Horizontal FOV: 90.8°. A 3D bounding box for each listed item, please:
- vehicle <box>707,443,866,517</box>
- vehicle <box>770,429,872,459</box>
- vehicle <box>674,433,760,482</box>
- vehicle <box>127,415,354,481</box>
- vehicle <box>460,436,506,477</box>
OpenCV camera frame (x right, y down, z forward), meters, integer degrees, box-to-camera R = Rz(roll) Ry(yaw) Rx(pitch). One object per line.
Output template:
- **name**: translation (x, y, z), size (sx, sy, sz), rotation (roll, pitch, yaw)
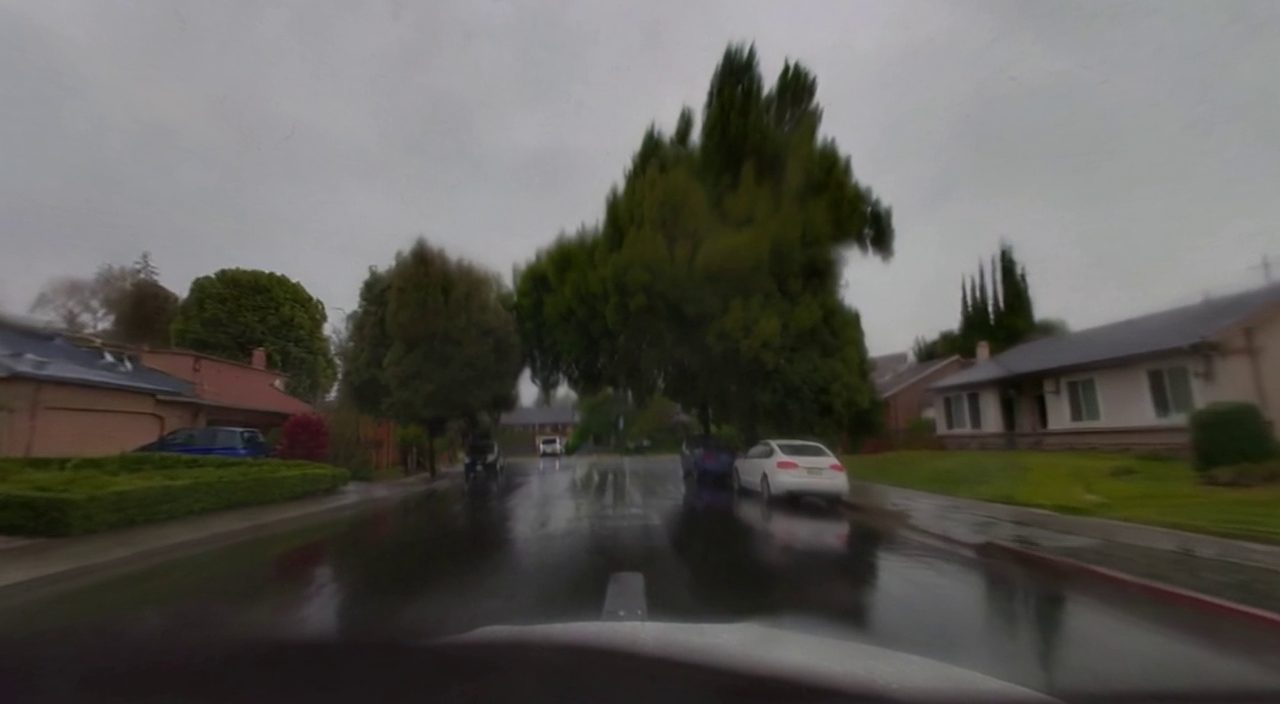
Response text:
- **vehicle**: translation (3.239, 2.932, 15.195), size (1.984, 1.437, 4.726), rotation (1, -8, -10)
- **vehicle**: translation (9.594, 4.875, 33.547), size (4.940, 1.477, 2.015), rotation (3, -9, -21)
- **vehicle**: translation (2.876, 4.075, 24.873), size (1.993, 1.720, 4.583), rotation (2, -8, -11)
- **vehicle**: translation (-13.371, 3.268, 21.726), size (6.197, 1.824, 2.113), rotation (0, -9, -18)
- **vehicle**: translation (-7.837, 5.121, 31.263), size (1.976, 1.855, 4.299), rotation (3, -8, -16)
